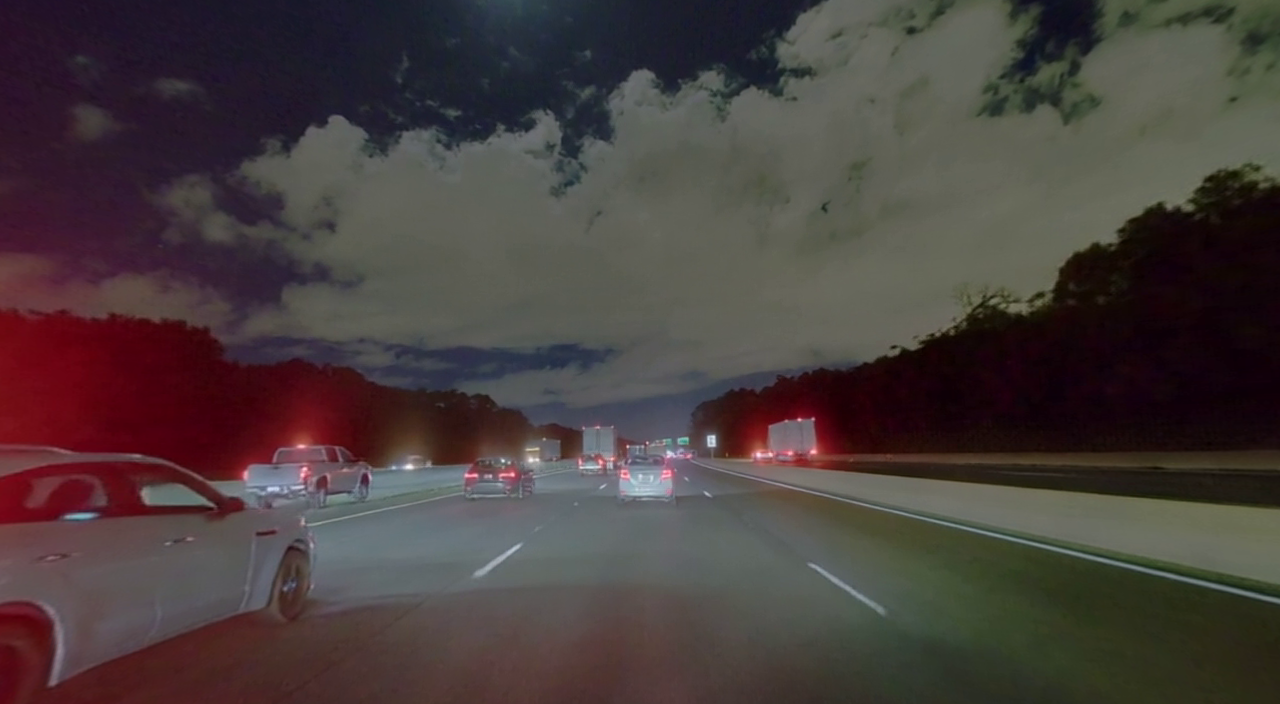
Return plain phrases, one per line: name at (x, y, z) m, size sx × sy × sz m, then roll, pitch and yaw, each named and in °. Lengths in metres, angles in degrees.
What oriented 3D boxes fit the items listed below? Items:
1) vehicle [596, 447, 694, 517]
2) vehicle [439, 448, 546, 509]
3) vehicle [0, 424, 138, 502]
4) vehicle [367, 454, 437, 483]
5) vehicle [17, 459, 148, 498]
vehicle at (0.122, 3.069, 15.349) m, size 2.057 × 1.449 × 3.931 m, roll 0°, pitch -9°, yaw 1°
vehicle at (-4.034, 3.532, 18.043) m, size 1.929 × 1.509 × 4.331 m, roll 0°, pitch -9°, yaw 1°
vehicle at (-32.169, 5.436, 30.898) m, size 2.803 × 3.665 × 14.746 m, roll 0°, pitch -9°, yaw 1°
vehicle at (-13.293, 6.535, 35.565) m, size 1.940 × 1.482 × 4.610 m, roll -1°, pitch -9°, yaw 3°
vehicle at (-27.794, 6.283, 31.707) m, size 1.962 × 1.694 × 4.917 m, roll 0°, pitch -9°, yaw 2°
